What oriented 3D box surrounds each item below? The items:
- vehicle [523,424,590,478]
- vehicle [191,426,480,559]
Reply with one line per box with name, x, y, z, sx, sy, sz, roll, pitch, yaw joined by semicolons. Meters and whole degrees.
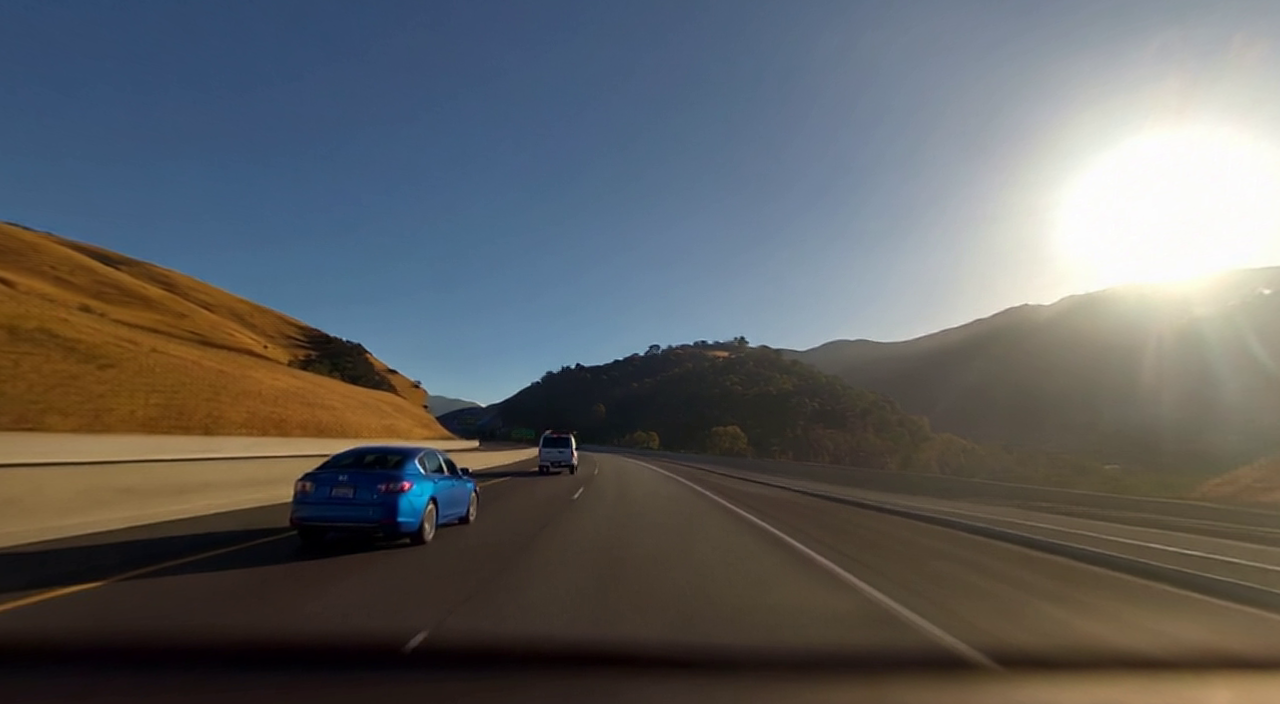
vehicle;-3.719;4.569;29.207;2.444;2.204;5.568;0;-9;-1
vehicle;-4.129;1.982;9.670;2.097;1.511;4.585;0;-9;1
